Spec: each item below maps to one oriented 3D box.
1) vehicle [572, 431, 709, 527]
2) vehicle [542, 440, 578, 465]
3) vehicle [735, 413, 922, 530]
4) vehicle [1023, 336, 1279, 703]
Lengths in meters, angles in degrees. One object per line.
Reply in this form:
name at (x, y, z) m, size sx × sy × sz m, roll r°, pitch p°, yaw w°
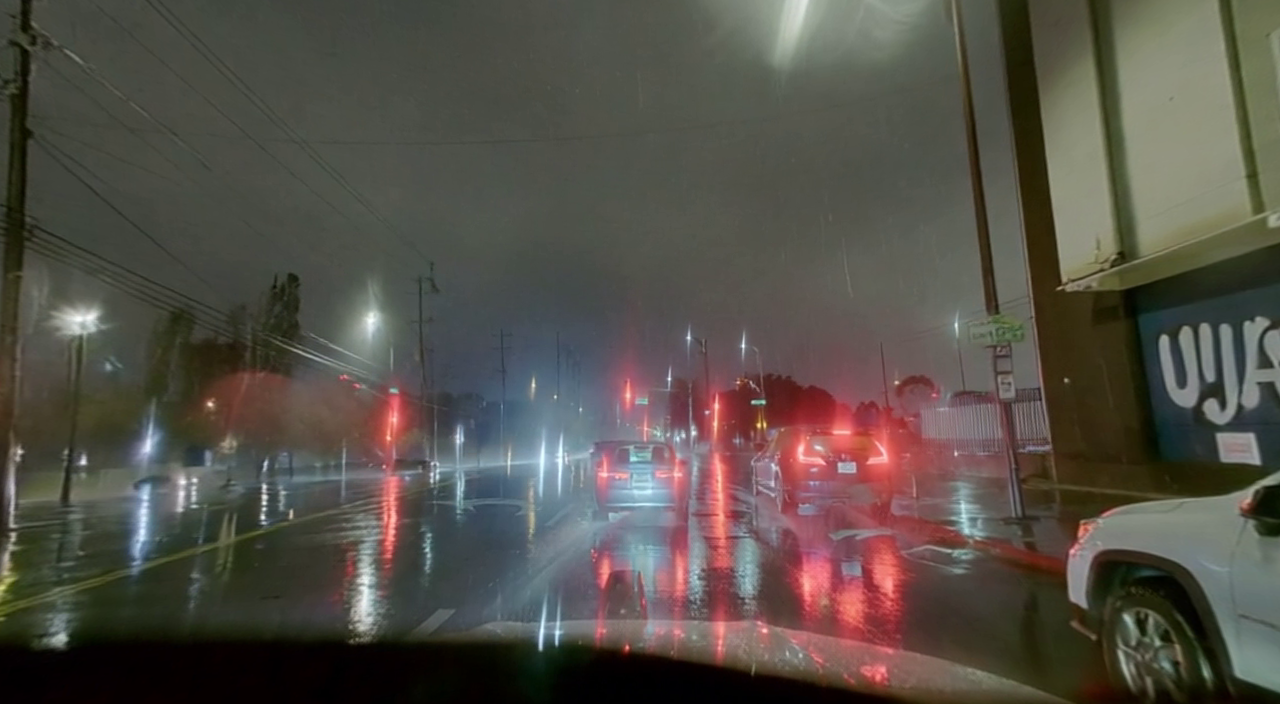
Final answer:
vehicle at (0.046, 2.349, 12.223) m, size 2.153 × 1.505 × 4.452 m, roll 0°, pitch -8°, yaw 1°
vehicle at (-5.697, 7.253, 45.306) m, size 2.059 × 1.699 × 4.252 m, roll 0°, pitch -8°, yaw 0°
vehicle at (3.261, 2.189, 12.037) m, size 2.060 × 1.783 × 4.579 m, roll 0°, pitch -8°, yaw -1°
vehicle at (3.291, 0.692, 1.532) m, size 1.938 × 1.714 × 4.402 m, roll 0°, pitch -8°, yaw 1°
